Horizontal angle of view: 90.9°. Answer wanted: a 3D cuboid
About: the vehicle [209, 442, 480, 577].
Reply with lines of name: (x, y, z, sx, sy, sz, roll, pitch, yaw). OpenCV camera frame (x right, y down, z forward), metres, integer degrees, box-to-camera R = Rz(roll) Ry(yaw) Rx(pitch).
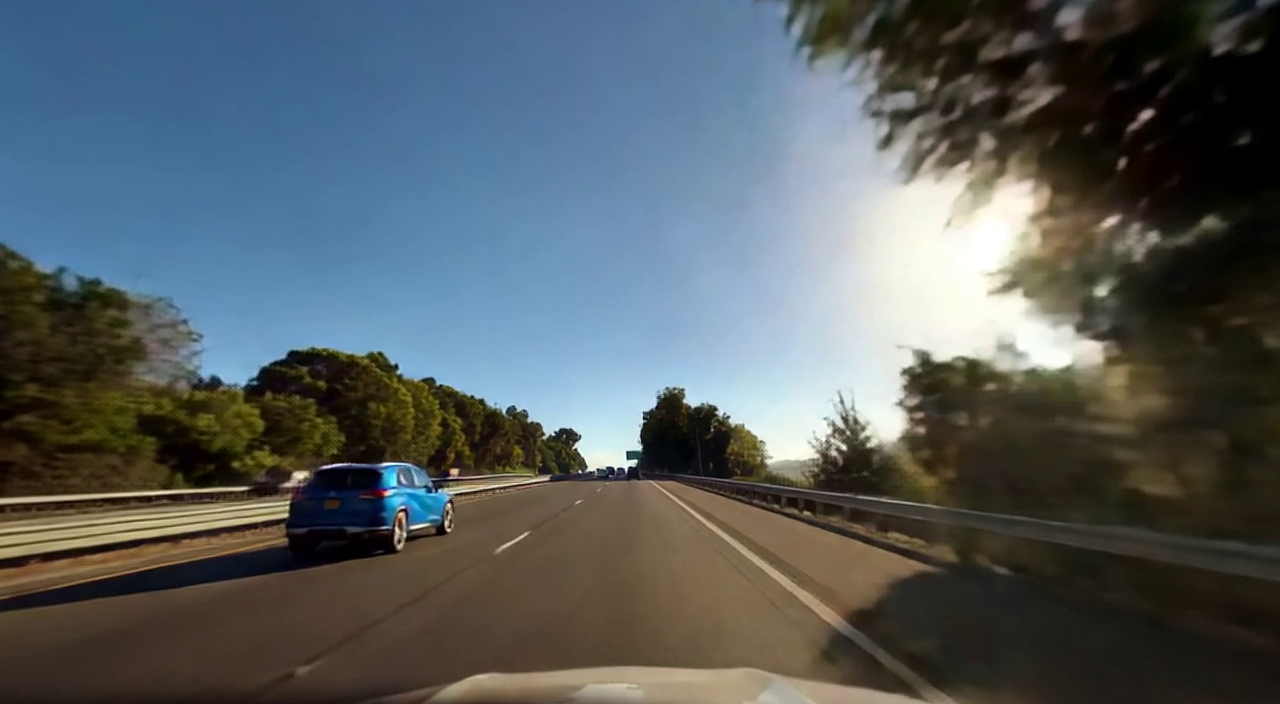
vehicle: (-3.964, 2.212, 9.422, 2.017, 1.516, 4.041, 1, -10, 0)
